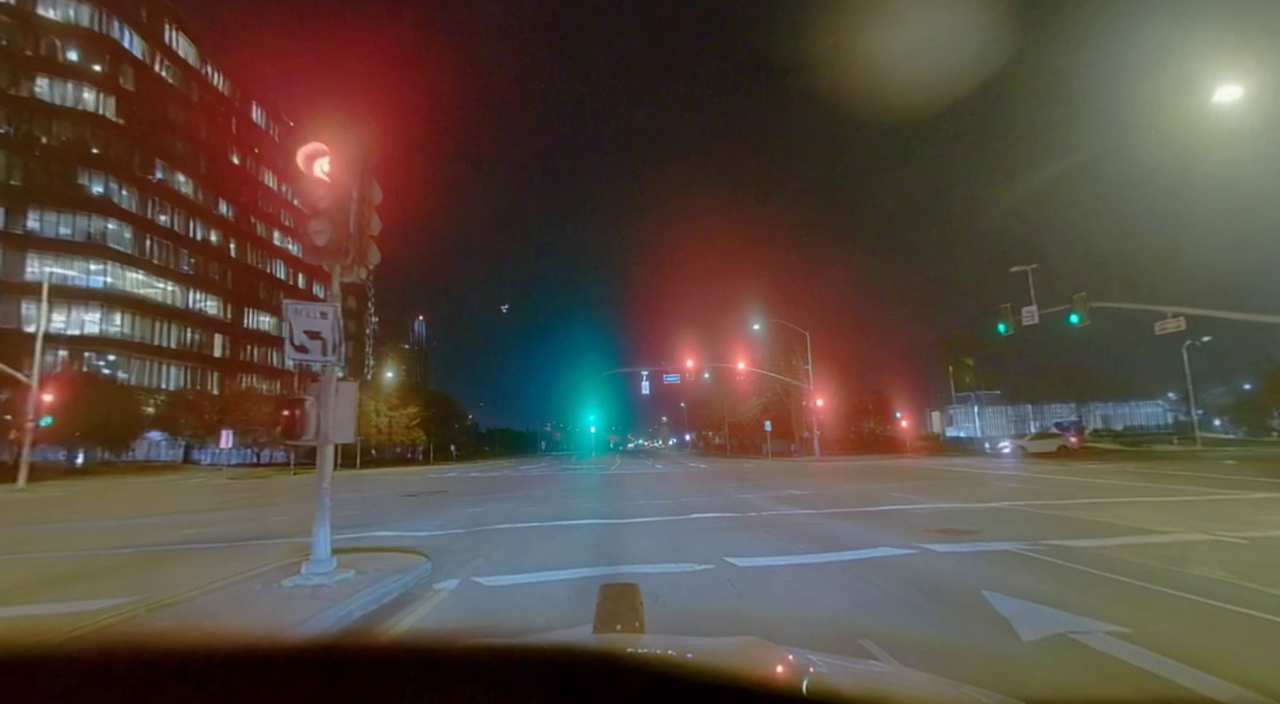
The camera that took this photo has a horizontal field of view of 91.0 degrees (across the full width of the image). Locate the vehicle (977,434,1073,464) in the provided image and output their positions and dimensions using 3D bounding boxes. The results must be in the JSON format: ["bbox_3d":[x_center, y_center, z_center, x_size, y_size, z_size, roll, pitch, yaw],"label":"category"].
[{"bbox_3d":[21.889,5.501,35.803,4.769,1.634,1.884,3,-9,-19],"label":"vehicle"}]
